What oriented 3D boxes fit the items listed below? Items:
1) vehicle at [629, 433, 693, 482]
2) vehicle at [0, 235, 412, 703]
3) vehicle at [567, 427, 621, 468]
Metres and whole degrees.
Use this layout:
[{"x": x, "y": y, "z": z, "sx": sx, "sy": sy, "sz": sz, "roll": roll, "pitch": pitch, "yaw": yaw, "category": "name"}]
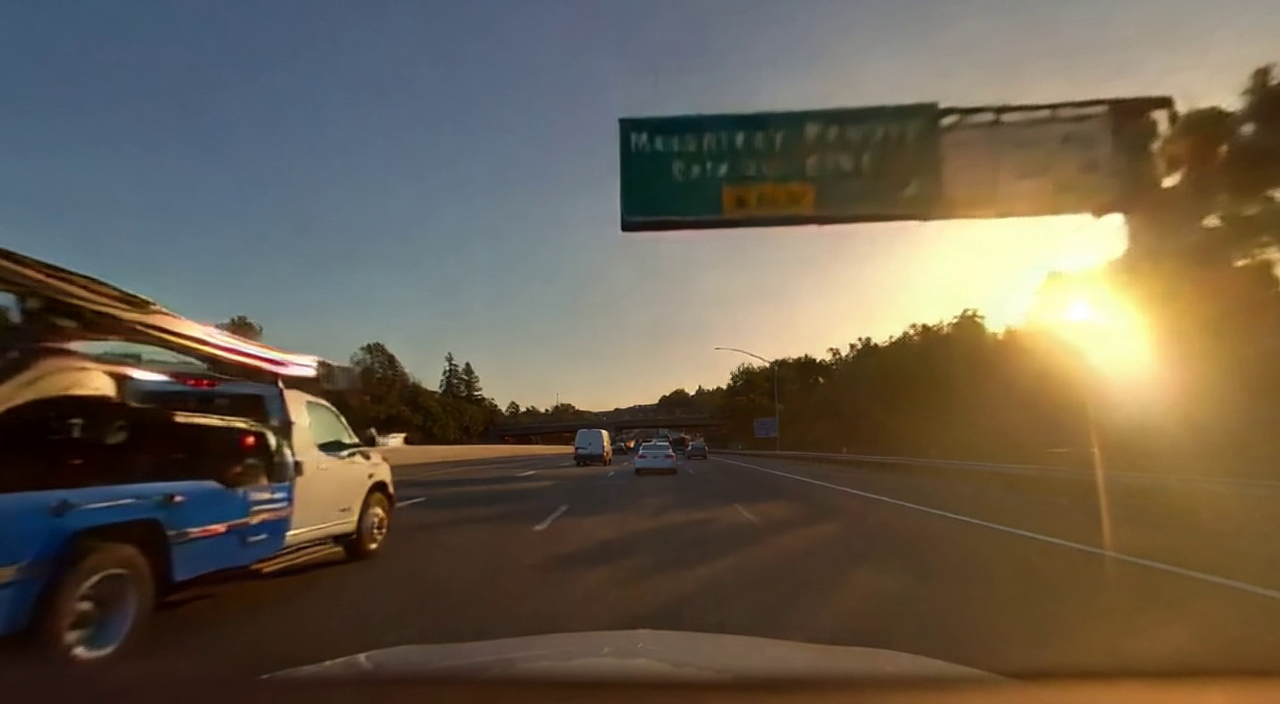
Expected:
[{"x": 0.731, "y": 3.922, "z": 23.614, "sx": 2.165, "sy": 1.653, "sz": 4.456, "roll": 0, "pitch": -8, "yaw": 0, "category": "vehicle"}, {"x": -3.738, "y": 0.806, "z": 4.175, "sx": 2.292, "sy": 2.070, "sz": 5.532, "roll": 0, "pitch": -8, "yaw": 1, "category": "vehicle"}, {"x": -2.532, "y": 5.440, "z": 35.900, "sx": 2.526, "sy": 2.146, "sz": 5.594, "roll": 0, "pitch": -8, "yaw": 1, "category": "vehicle"}]
